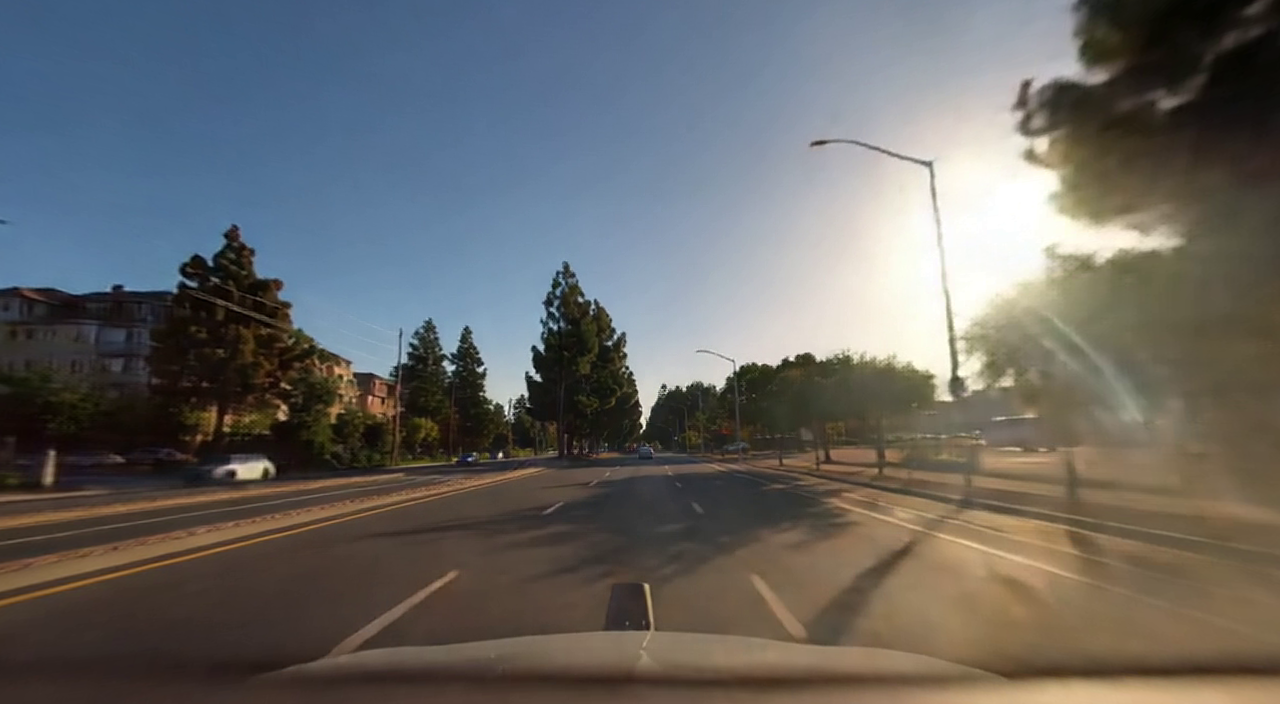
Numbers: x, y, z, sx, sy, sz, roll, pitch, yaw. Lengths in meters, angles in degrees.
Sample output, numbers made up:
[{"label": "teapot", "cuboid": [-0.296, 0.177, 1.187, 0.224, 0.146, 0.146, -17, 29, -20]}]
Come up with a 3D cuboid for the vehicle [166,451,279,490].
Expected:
[{"label": "vehicle", "cuboid": [-20.173, 5.716, 30.777, 2.025, 1.643, 4.880, -2, -8, 3]}]
